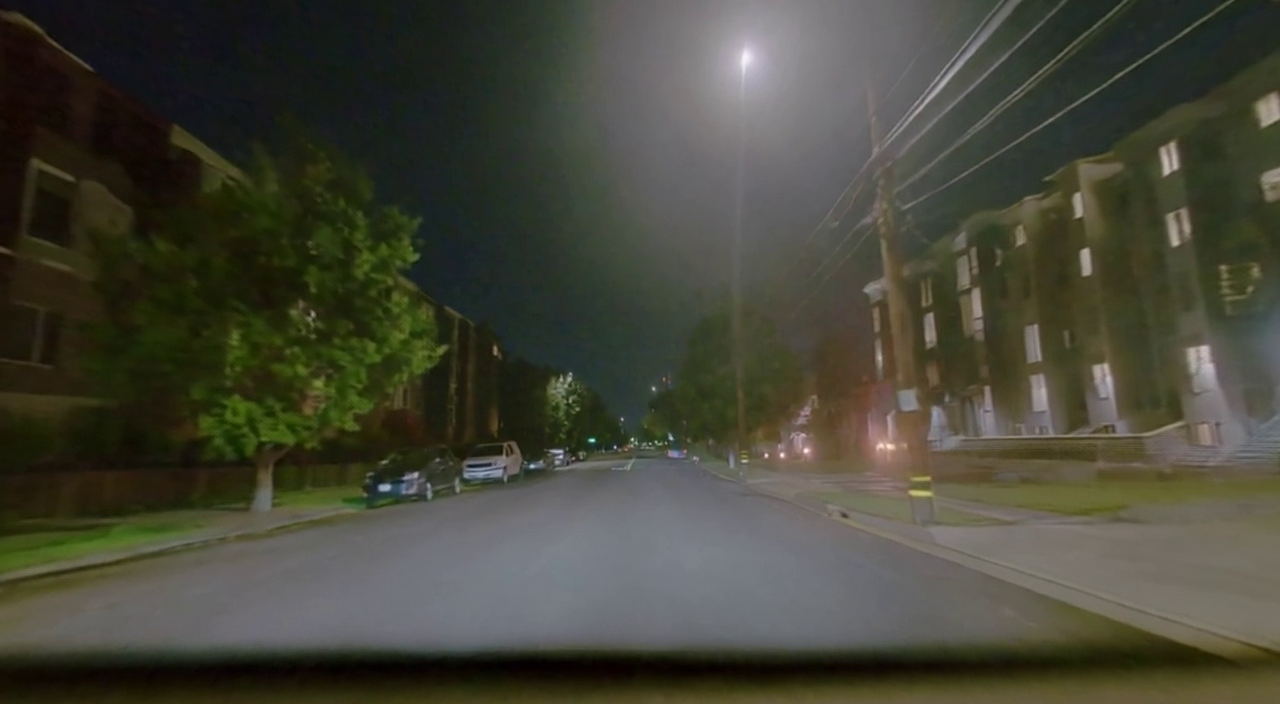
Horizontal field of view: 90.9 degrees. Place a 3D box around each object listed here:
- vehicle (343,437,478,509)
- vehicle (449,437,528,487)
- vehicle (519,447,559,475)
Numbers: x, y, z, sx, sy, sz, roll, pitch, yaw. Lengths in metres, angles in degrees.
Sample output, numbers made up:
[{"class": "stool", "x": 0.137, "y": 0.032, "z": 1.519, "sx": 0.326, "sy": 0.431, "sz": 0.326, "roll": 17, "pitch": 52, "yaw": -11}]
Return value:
[{"class": "vehicle", "x": -6.666, "y": 3.528, "z": 19.102, "sx": 2.120, "sy": 1.799, "sz": 5.370, "roll": -1, "pitch": -8, "yaw": 0}, {"class": "vehicle", "x": -6.642, "y": 4.845, "z": 28.417, "sx": 2.144, "sy": 1.955, "sz": 6.159, "roll": 0, "pitch": -7, "yaw": -1}, {"class": "vehicle", "x": -6.813, "y": 7.359, "z": 42.909, "sx": 1.852, "sy": 1.510, "sz": 4.812, "roll": -4, "pitch": -7, "yaw": -1}]
